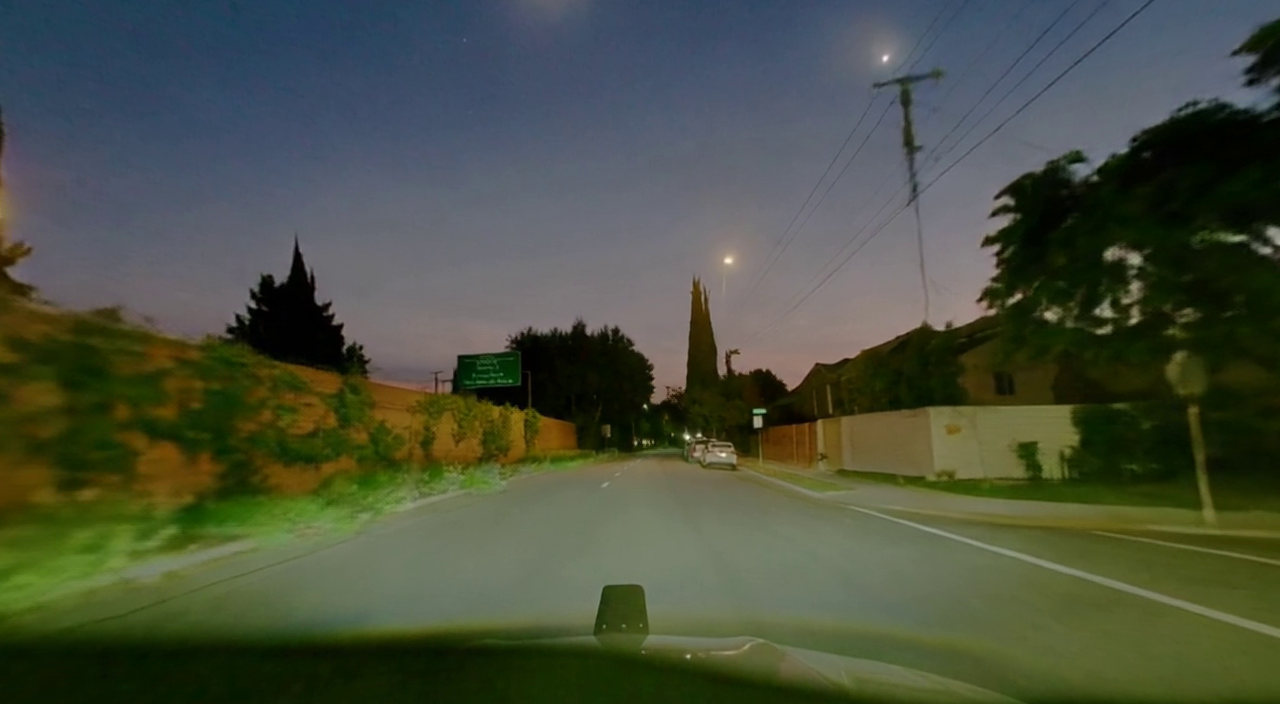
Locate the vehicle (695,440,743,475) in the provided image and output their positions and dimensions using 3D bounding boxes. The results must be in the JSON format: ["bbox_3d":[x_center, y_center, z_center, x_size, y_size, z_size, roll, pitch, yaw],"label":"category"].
[{"bbox_3d":[4.136,5.590,33.889,2.048,1.596,5.543,2,-8,2],"label":"vehicle"}]
